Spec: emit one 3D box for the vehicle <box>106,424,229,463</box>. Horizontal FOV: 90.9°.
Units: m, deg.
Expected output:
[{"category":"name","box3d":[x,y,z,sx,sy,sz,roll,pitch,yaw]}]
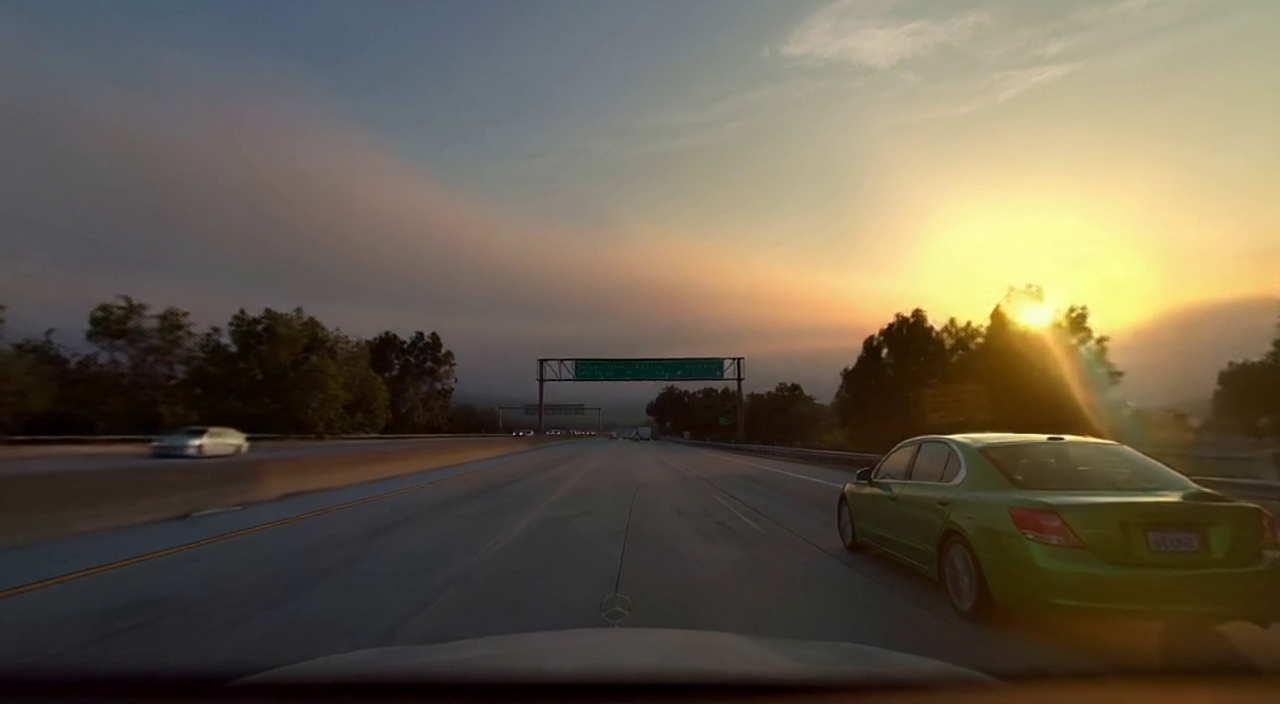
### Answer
[{"category":"vehicle","box3d":[-19.409,3.772,26.136,1.837,1.471,4.219,0,-8,0]}]
